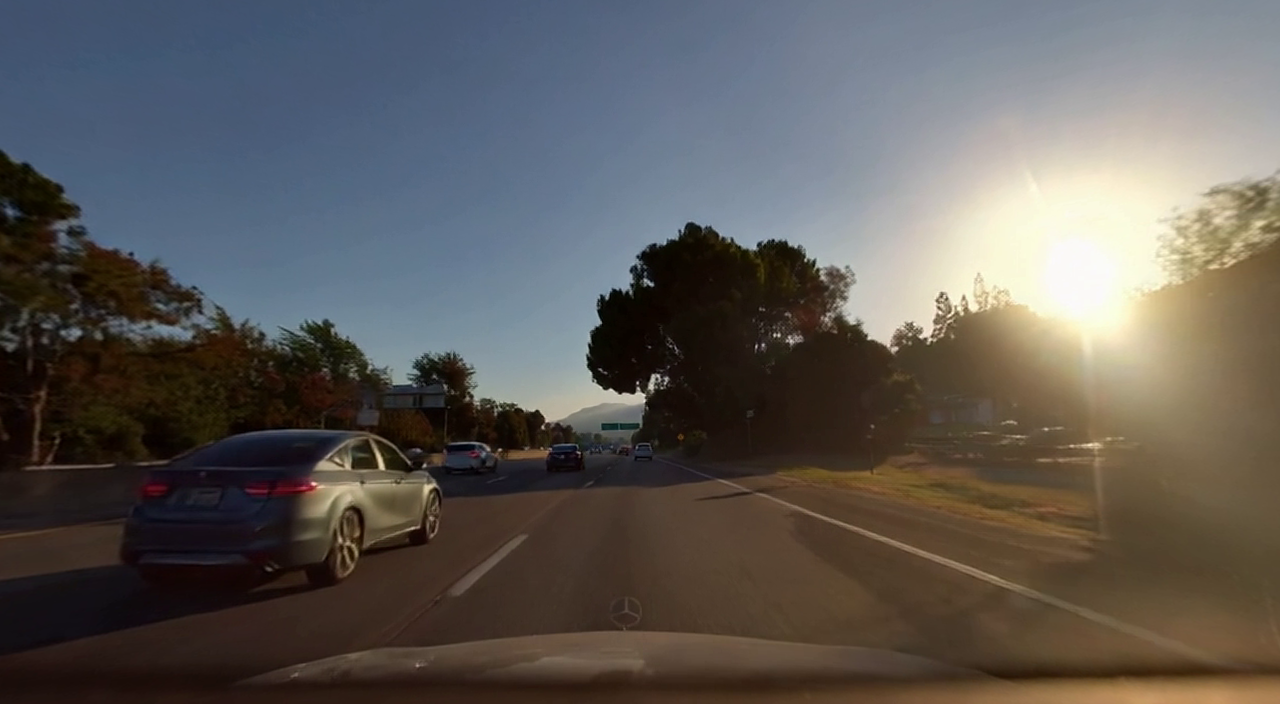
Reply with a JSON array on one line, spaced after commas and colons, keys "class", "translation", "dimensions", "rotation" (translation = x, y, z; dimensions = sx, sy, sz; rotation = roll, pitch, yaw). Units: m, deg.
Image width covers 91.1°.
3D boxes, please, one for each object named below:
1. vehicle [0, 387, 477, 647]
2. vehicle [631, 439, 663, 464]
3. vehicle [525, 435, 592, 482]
[{"class": "vehicle", "translation": [-3.488, 1.444, 6.696], "dimensions": [2.040, 1.672, 5.122], "rotation": [0, -8, 1]}, {"class": "vehicle", "translation": [0.478, 7.472, 47.368], "dimensions": [2.285, 1.797, 4.478], "rotation": [0, -8, 0]}, {"class": "vehicle", "translation": [-3.146, 4.201, 25.069], "dimensions": [2.056, 1.679, 4.204], "rotation": [0, -8, 1]}]
